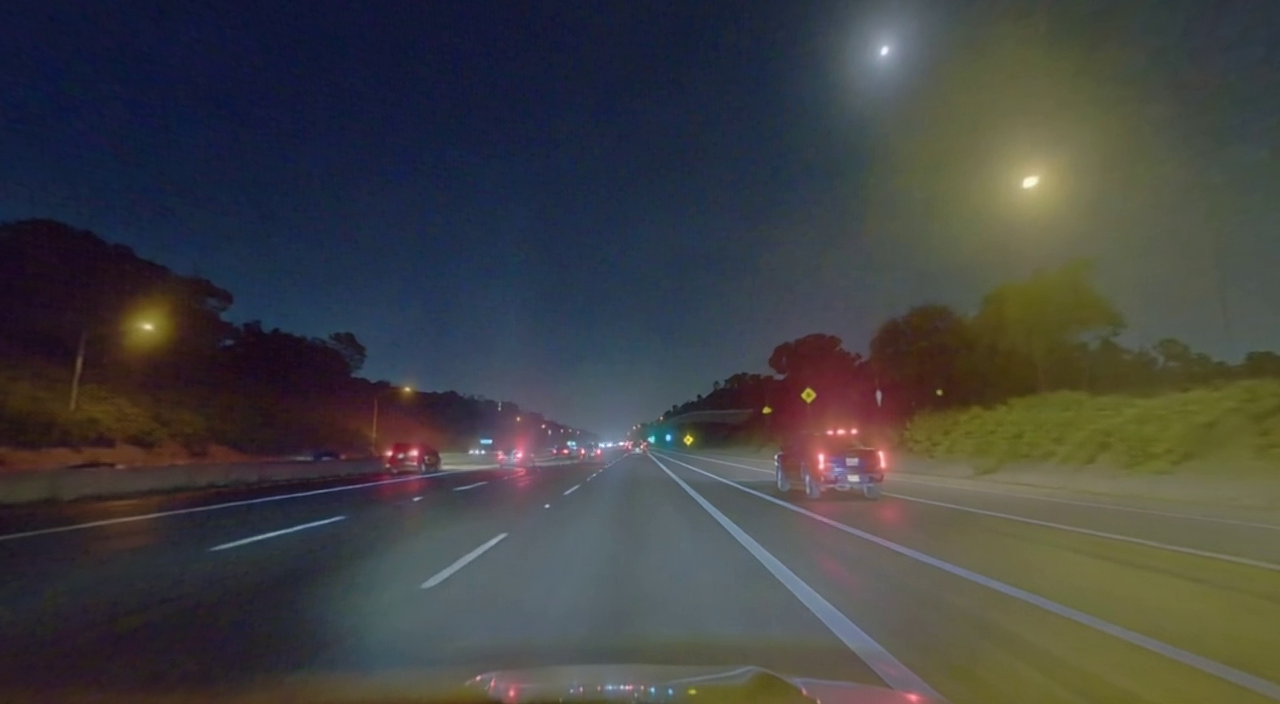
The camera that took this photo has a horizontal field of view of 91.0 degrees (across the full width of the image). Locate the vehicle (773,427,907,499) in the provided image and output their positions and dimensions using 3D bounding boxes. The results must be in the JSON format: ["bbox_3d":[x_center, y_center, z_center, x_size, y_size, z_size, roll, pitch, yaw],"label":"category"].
[{"bbox_3d":[5.636,3.212,18.608,2.259,1.816,4.862,0,-9,-1],"label":"vehicle"}]

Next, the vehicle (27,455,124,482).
[{"bbox_3d":[-34.684,7.154,38.866,1.882,1.534,4.367,0,-9,-1],"label":"vehicle"}]

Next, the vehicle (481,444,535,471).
[{"bbox_3d":[-7.550,6.085,36.553,2.071,1.486,4.703,0,-9,0],"label":"vehicle"}]

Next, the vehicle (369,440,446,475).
[{"bbox_3d":[-11.546,5.257,31.634,2.107,1.628,4.446,0,-9,0],"label":"vehicle"}]
